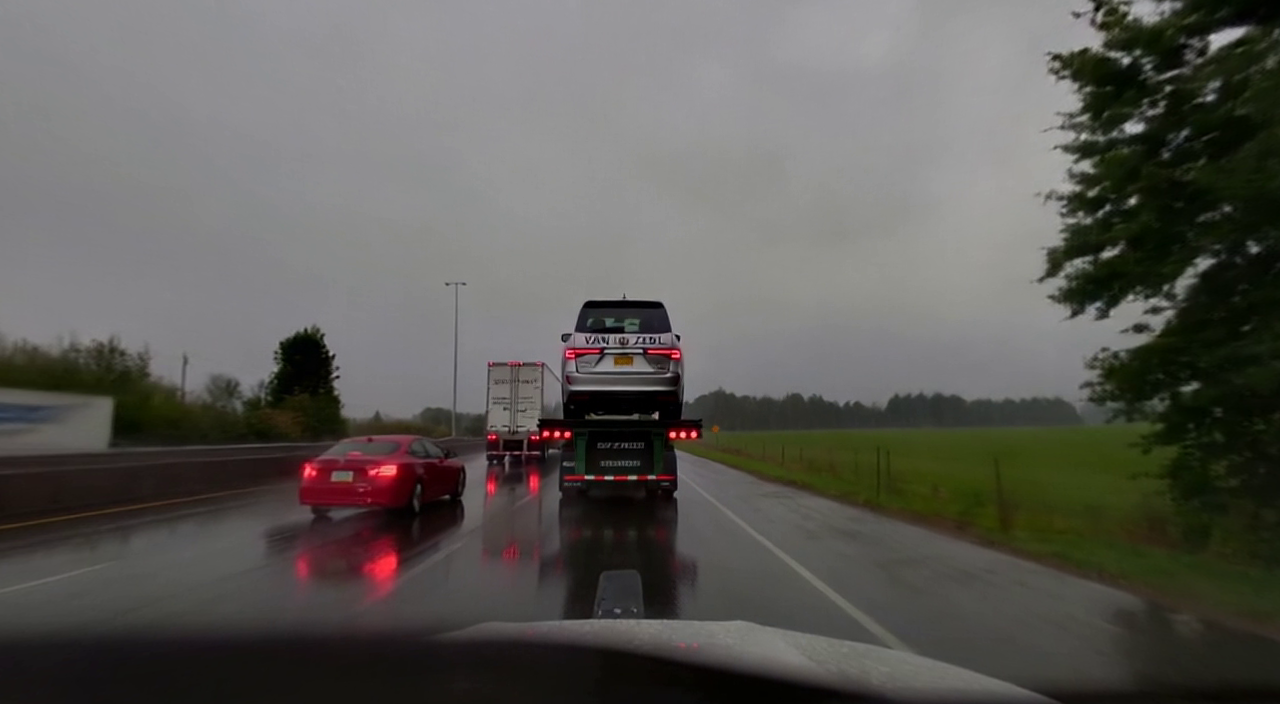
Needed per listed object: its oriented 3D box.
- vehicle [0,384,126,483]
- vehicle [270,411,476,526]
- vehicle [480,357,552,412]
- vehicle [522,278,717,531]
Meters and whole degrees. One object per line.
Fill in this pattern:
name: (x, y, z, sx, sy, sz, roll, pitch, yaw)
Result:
vehicle: (-24.946, 3.082, 23.800, 2.744, 3.608, 9.882, 0, -7, -1)
vehicle: (-4.497, 2.001, 11.481, 1.914, 1.675, 4.331, 0, -7, -1)
vehicle: (-4.692, 1.361, 24.565, 2.118, 1.799, 4.591, 0, -7, -3)
vehicle: (-0.456, 1.310, 13.687, 2.738, 3.628, 9.223, 0, -7, -2)
